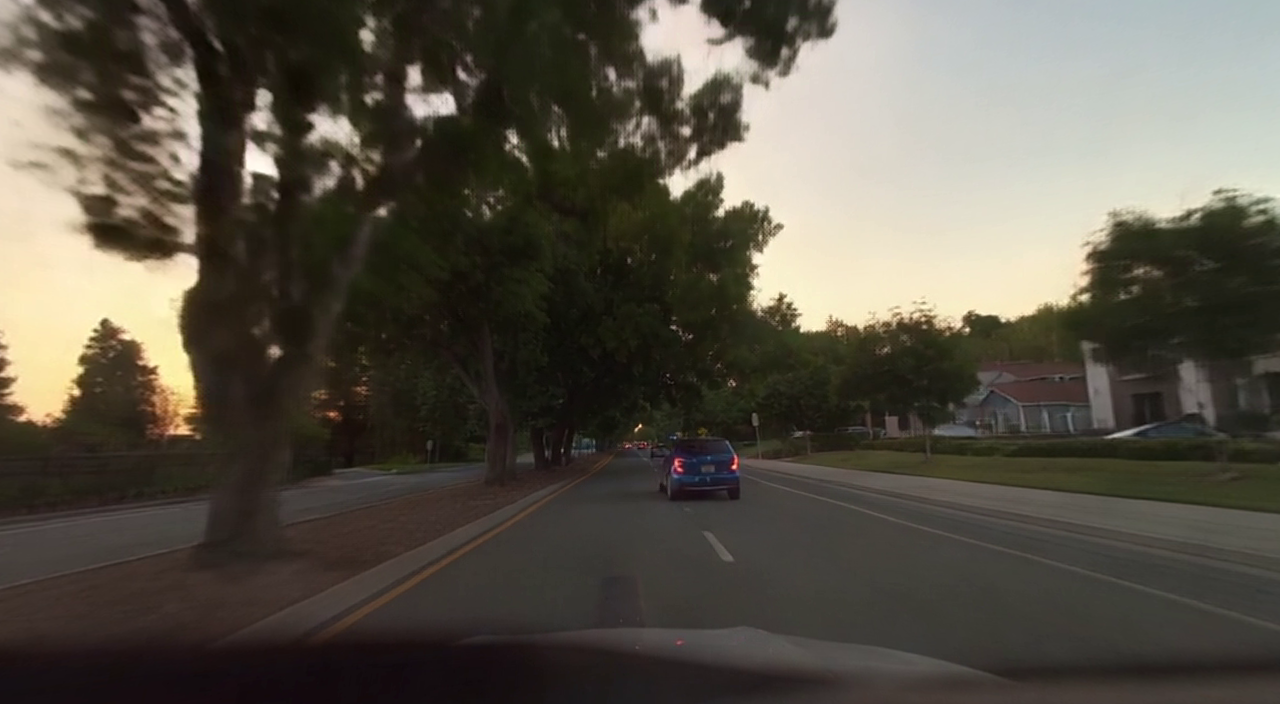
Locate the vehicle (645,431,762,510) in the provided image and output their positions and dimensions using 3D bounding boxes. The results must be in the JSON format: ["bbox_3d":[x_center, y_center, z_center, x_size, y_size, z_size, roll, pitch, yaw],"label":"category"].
[{"bbox_3d":[1.317,2.766,15.263,2.066,1.603,4.475,0,-9,-4],"label":"vehicle"}]
